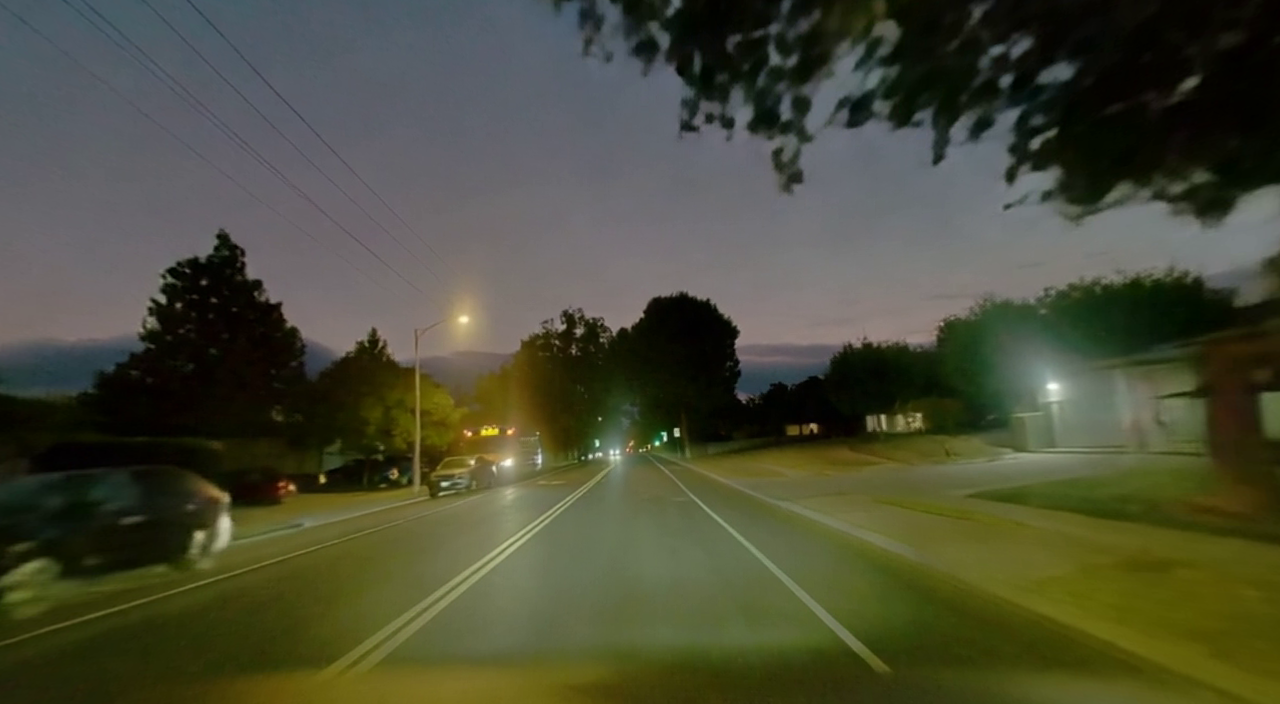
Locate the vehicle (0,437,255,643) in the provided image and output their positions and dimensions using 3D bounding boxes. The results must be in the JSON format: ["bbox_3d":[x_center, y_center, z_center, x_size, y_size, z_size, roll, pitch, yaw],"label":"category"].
[{"bbox_3d":[-6.636,1.857,6.856,2.002,1.790,4.624,0,-9,0],"label":"vehicle"}]

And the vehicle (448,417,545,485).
[{"bbox_3d":[-6.668,4.787,30.626,2.835,2.876,7.091,-1,-9,2],"label":"vehicle"}]

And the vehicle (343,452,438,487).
[{"bbox_3d":[-14.290,6.736,36.270,4.767,1.520,1.940,-7,-9,11],"label":"vehicle"}]

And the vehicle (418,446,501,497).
[{"bbox_3d":[-6.794,4.516,24.330,2.023,1.721,4.418,0,-9,-2],"label":"vehicle"}]
